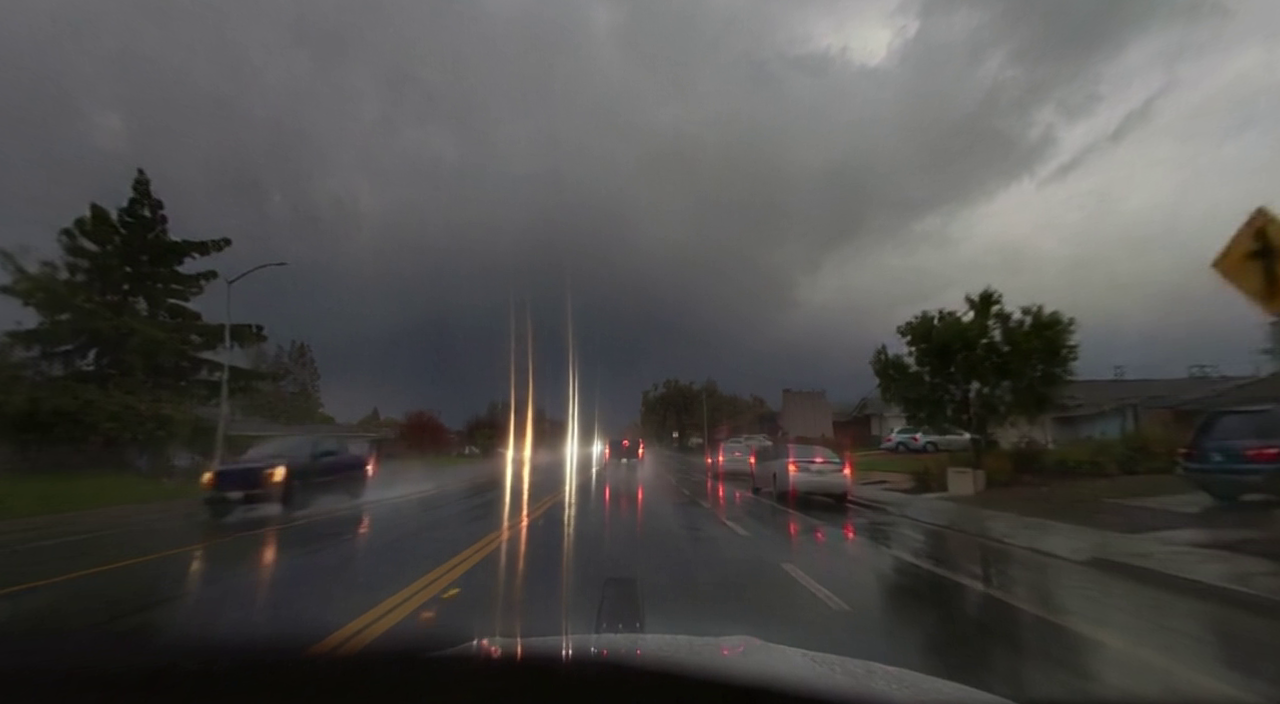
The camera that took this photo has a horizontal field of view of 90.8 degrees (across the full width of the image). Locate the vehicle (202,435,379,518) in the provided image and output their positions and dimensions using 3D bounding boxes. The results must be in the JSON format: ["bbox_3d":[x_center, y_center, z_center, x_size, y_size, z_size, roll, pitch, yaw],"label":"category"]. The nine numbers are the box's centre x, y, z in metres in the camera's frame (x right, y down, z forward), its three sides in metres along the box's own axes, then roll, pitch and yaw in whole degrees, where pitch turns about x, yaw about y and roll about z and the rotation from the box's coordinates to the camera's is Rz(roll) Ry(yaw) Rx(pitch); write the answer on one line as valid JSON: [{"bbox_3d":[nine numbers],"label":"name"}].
[{"bbox_3d":[-8.216,2.930,15.433,1.945,1.712,4.240,0,-9,-1],"label":"vehicle"}]

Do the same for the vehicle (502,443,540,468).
[{"bbox_3d":[-9.037,7.849,48.164,1.999,1.806,4.479,0,-9,0],"label":"vehicle"}]

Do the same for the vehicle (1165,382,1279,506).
[{"bbox_3d":[12.424,1.580,10.852,4.870,1.926,2.094,0,-9,-1],"label":"vehicle"}]

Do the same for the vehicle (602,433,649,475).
[{"bbox_3d":[-0.704,5.076,31.642,2.153,1.942,4.767,0,-9,-1],"label":"vehicle"}]

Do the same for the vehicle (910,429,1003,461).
[{"bbox_3d":[17.955,5.283,35.955,4.172,1.705,2.032,1,-9,-7],"label":"vehicle"}]

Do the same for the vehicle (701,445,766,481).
[{"bbox_3d":[4.143,5.004,28.898,2.001,1.480,5.022,0,-9,-2],"label":"vehicle"}]

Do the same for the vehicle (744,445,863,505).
[{"bbox_3d":[4.435,3.394,18.008,1.963,1.469,4.709,0,-9,-2],"label":"vehicle"}]
